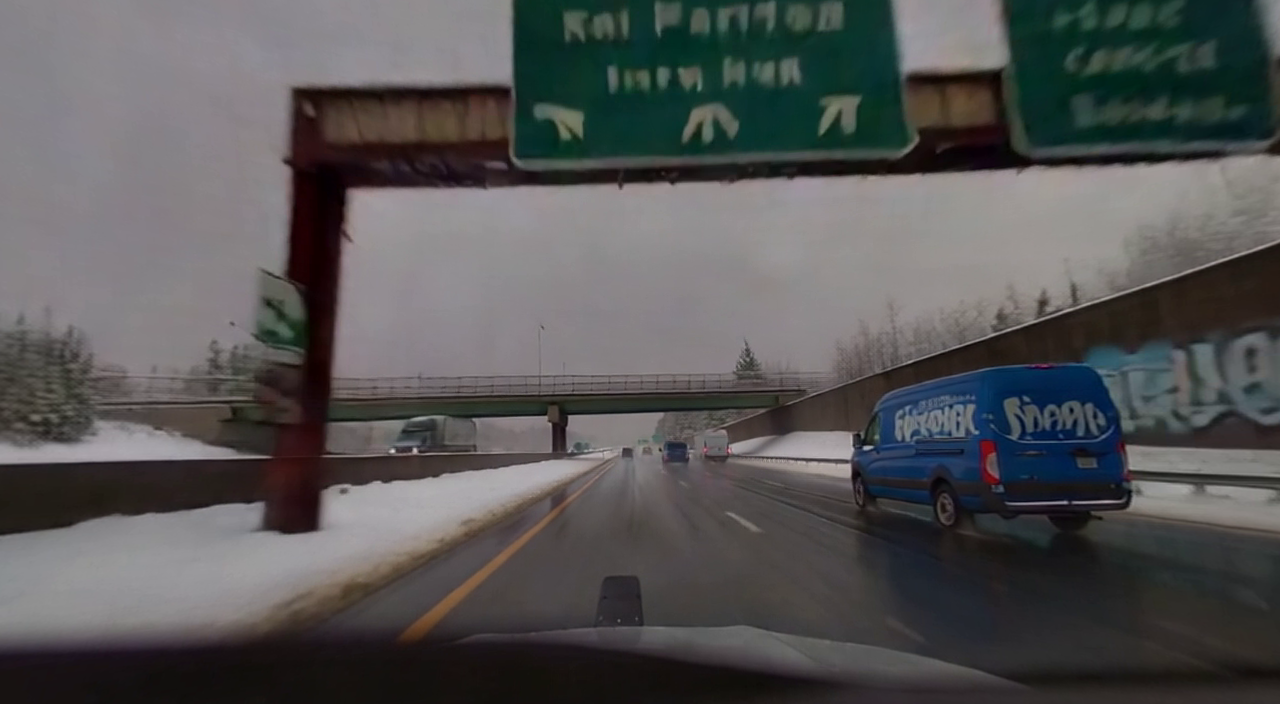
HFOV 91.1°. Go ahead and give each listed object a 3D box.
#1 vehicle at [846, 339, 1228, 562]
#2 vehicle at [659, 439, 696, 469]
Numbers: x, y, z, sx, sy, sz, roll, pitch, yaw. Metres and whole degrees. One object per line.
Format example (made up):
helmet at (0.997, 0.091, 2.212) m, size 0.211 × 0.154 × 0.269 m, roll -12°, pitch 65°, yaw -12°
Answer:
vehicle at (5.642, 1.572, 10.358) m, size 2.283 × 2.631 × 5.719 m, roll 0°, pitch -9°, yaw -2°
vehicle at (2.543, 7.102, 43.873) m, size 2.007 × 1.943 × 5.010 m, roll 0°, pitch -9°, yaw -3°
